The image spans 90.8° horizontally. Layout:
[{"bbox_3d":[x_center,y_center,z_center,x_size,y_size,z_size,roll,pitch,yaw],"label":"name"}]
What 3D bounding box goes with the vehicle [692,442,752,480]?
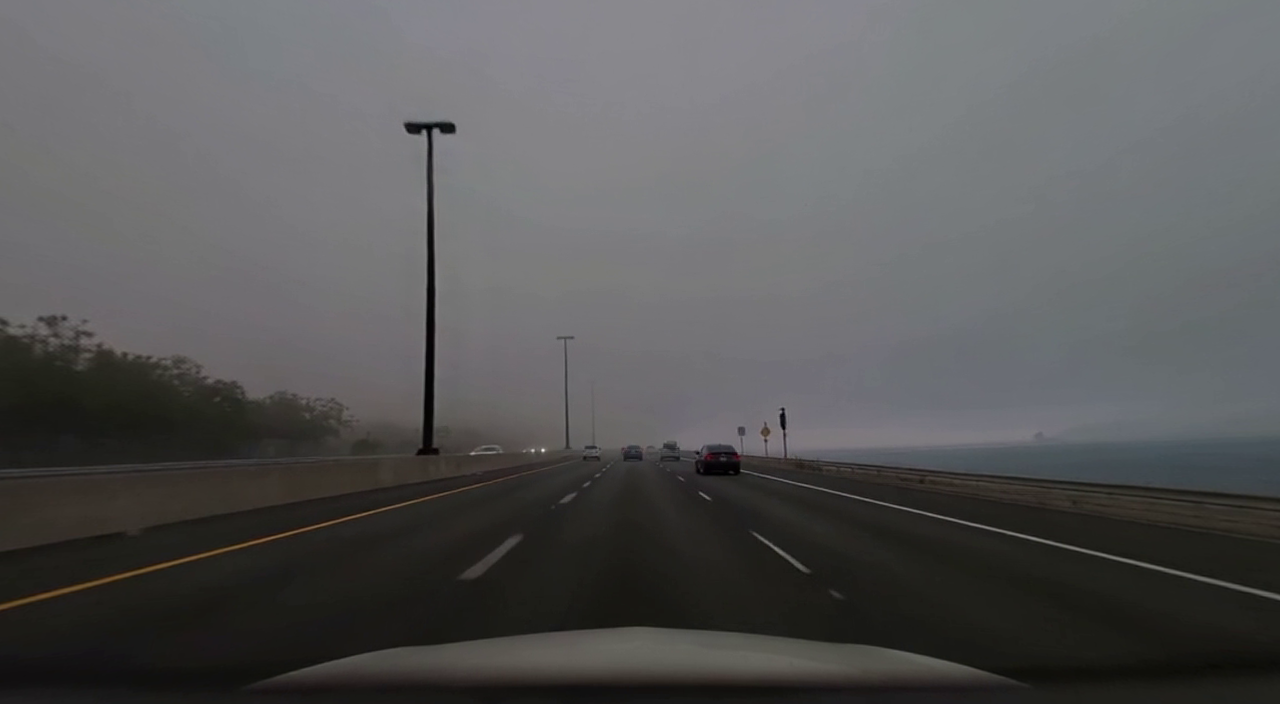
[{"bbox_3d":[3.454,4.703,27.452,1.890,1.490,4.373,0,-9,-1],"label":"vehicle"}]
